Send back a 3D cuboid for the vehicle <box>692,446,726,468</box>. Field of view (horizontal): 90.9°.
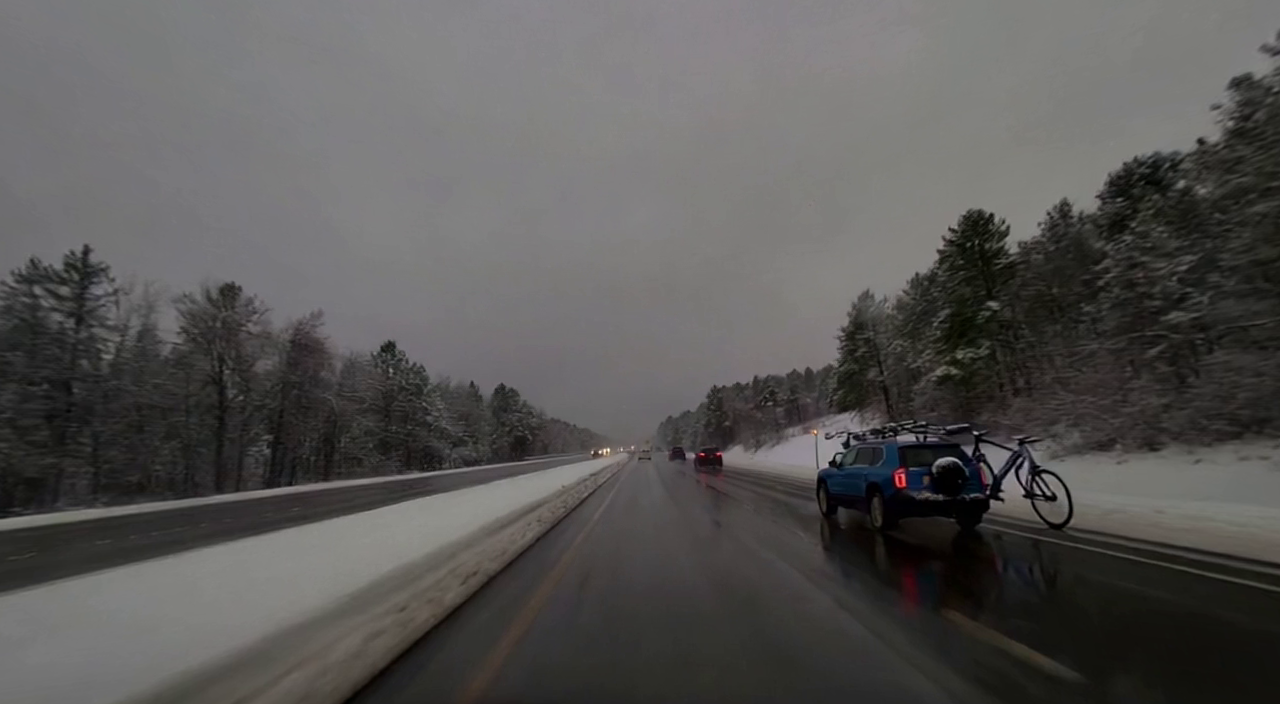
[{"bbox_3d":[4.948,7.632,45.846,1.964,1.513,3.707,0,-9,-1],"label":"vehicle"}]

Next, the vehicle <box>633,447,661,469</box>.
[{"bbox_3d":[0.469,7.783,46.386,1.991,1.459,3.769,0,-9,0],"label":"vehicle"}]

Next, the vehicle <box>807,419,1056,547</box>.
[{"bbox_3d":[4.248,1.983,10.111,1.978,1.604,4.128,0,-9,0],"label":"vehicle"}]
